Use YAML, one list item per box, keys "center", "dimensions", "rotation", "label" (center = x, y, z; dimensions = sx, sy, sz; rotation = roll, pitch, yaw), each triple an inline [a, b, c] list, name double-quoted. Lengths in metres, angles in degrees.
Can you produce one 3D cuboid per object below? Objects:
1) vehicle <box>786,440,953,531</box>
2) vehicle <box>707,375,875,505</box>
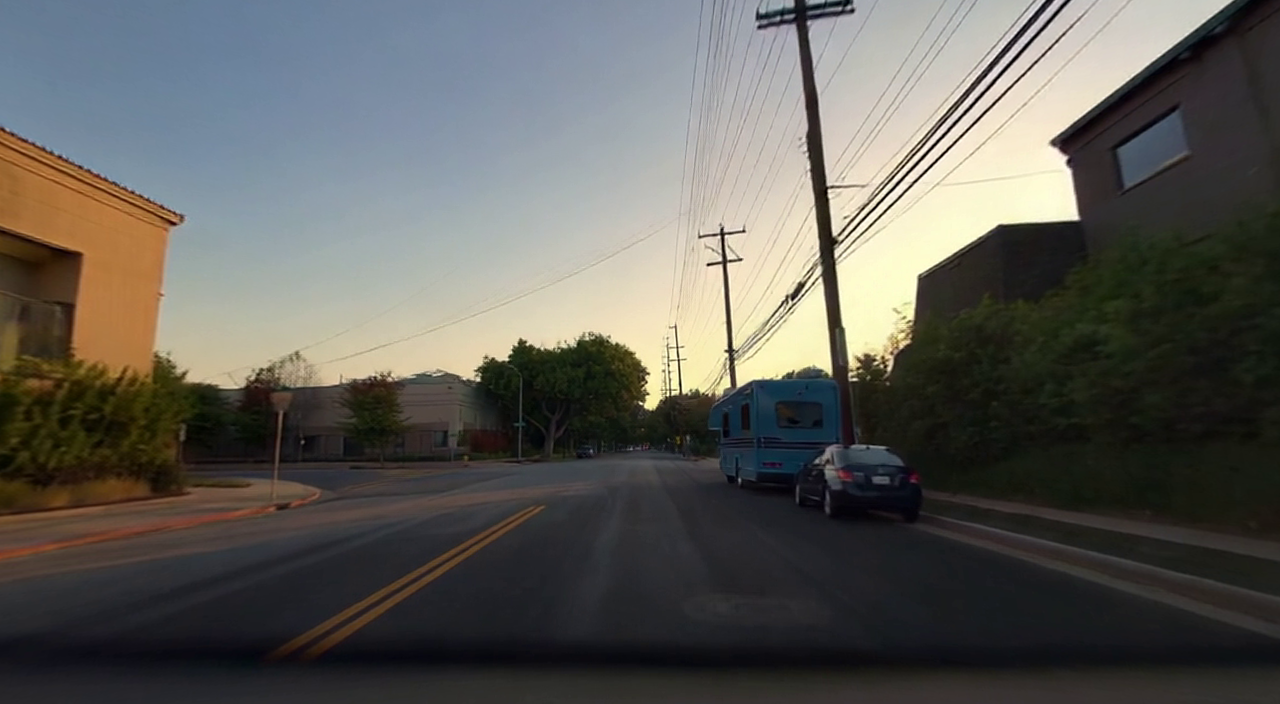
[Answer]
- center: [4.416, 2.594, 12.839]
  dimensions: [1.852, 1.497, 3.672]
  rotation: [-2, -8, -2]
  label: "vehicle"
- center: [4.259, 2.864, 20.336]
  dimensions: [3.110, 3.241, 8.788]
  rotation: [0, -9, -1]
  label: "vehicle"
